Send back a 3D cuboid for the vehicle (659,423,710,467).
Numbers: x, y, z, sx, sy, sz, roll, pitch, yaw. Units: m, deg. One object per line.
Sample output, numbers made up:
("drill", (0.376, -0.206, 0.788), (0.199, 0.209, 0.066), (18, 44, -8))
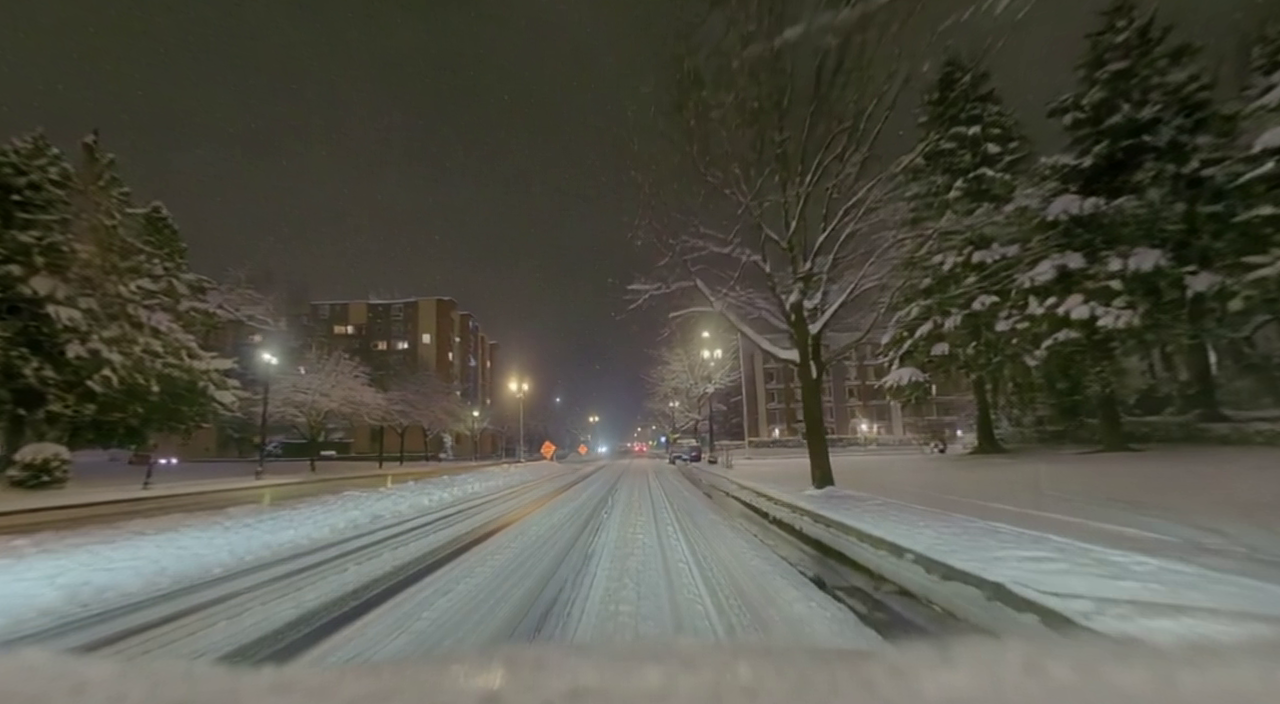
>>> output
("vehicle", (2.861, 6.134, 41.683), (2.849, 2.686, 3.176), (-1, -8, -4))
